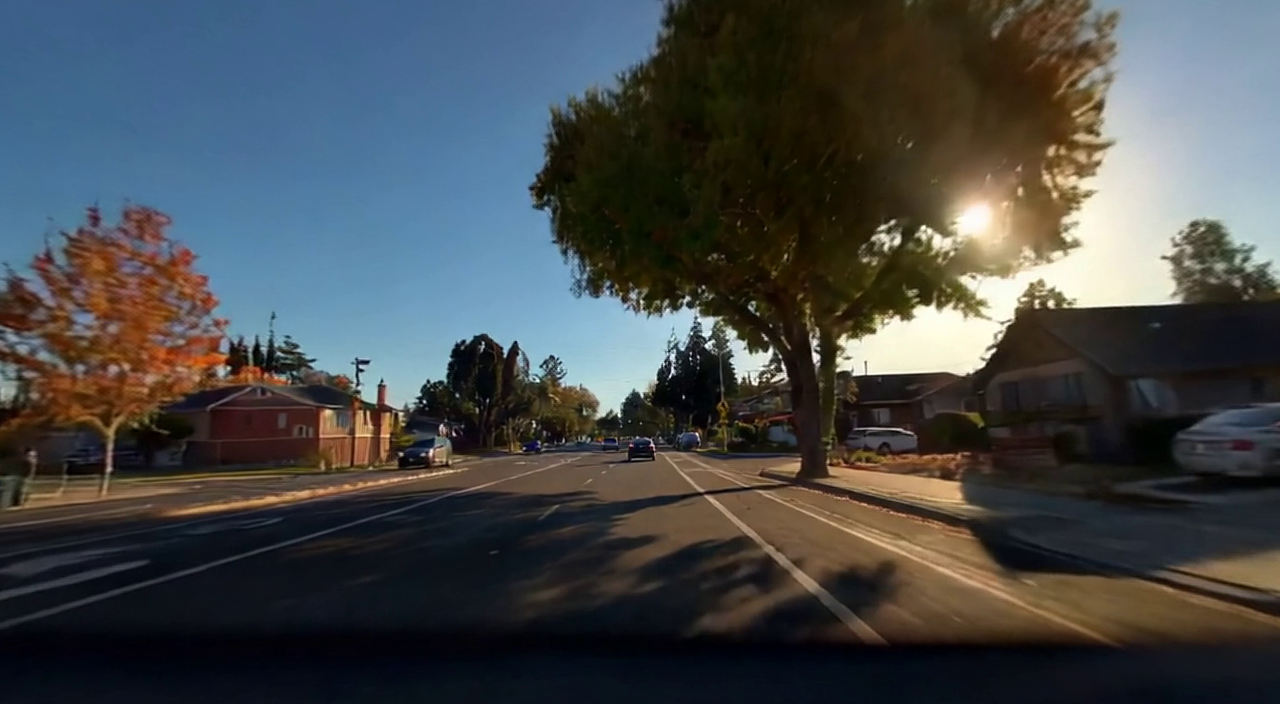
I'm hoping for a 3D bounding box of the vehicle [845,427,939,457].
[{"bbox_3d":[14.748,5.318,37.102,4.663,1.677,1.934,0,-8,-2],"label":"vehicle"}]

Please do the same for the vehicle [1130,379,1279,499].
[{"bbox_3d":[12.154,1.434,11.314,4.722,1.901,2.079,-4,-9,3],"label":"vehicle"}]

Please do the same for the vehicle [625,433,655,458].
[{"bbox_3d":[-0.035,6.616,44.599,2.024,1.655,4.301,0,-8,0],"label":"vehicle"}]

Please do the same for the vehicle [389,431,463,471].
[{"bbox_3d":[-11.339,5.299,33.855,2.163,1.943,5.035,0,-8,0],"label":"vehicle"}]
